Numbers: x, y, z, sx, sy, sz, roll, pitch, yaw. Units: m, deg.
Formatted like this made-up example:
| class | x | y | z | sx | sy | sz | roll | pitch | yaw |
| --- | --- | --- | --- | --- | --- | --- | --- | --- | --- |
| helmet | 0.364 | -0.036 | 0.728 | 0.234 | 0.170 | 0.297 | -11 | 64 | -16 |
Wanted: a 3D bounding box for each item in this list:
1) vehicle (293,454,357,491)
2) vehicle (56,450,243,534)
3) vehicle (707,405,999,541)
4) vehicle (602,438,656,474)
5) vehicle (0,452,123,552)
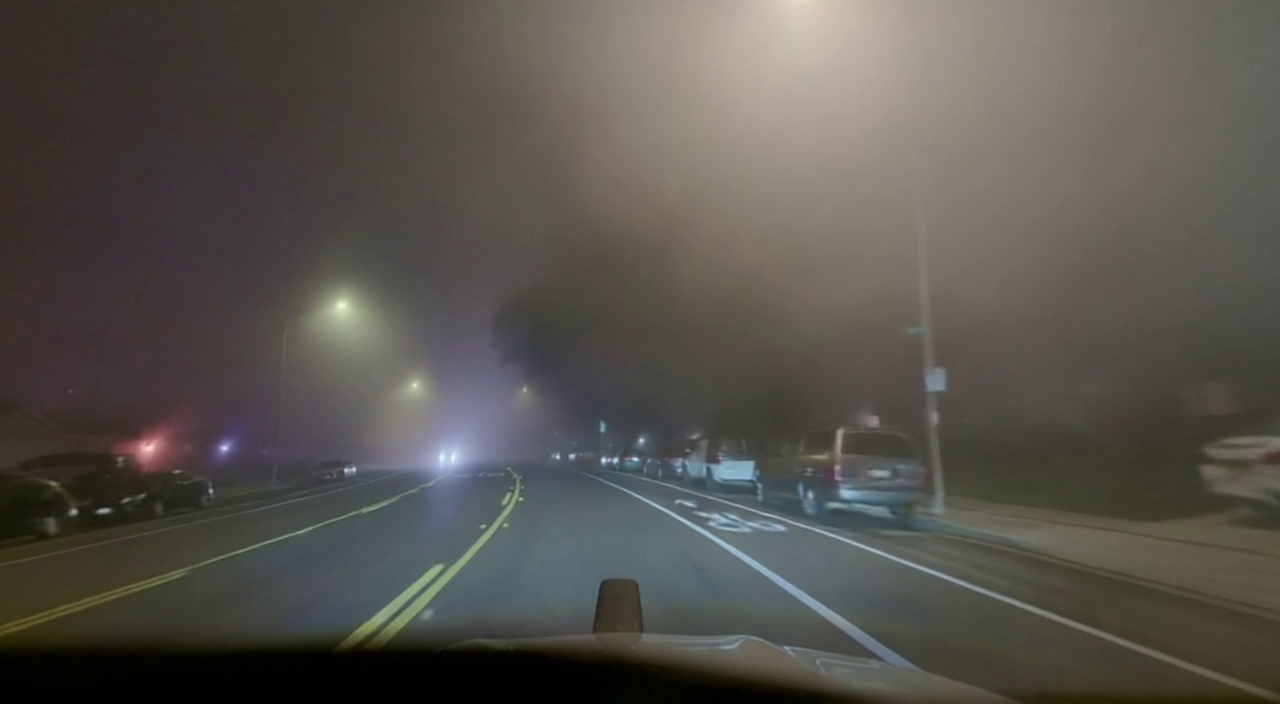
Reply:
| class | x | y | z | sx | sy | sz | roll | pitch | yaw |
| --- | --- | --- | --- | --- | --- | --- | --- | --- | --- |
| vehicle | -16.532 | 6.293 | 33.257 | 1.932 | 1.468 | 4.305 | -6 | -7 | -12 |
| vehicle | -13.225 | 3.712 | 17.348 | 2.159 | 1.677 | 4.112 | -7 | -8 | -6 |
| vehicle | 3.518 | 2.301 | 12.687 | 2.723 | 1.785 | 7.174 | 4 | -9 | -6 |
| vehicle | -0.742 | 5.866 | 35.998 | 2.348 | 1.804 | 5.207 | 4 | -8 | -8 |
| vehicle | -12.209 | 2.837 | 11.487 | 1.992 | 1.677 | 4.499 | -7 | -7 | -4 |
